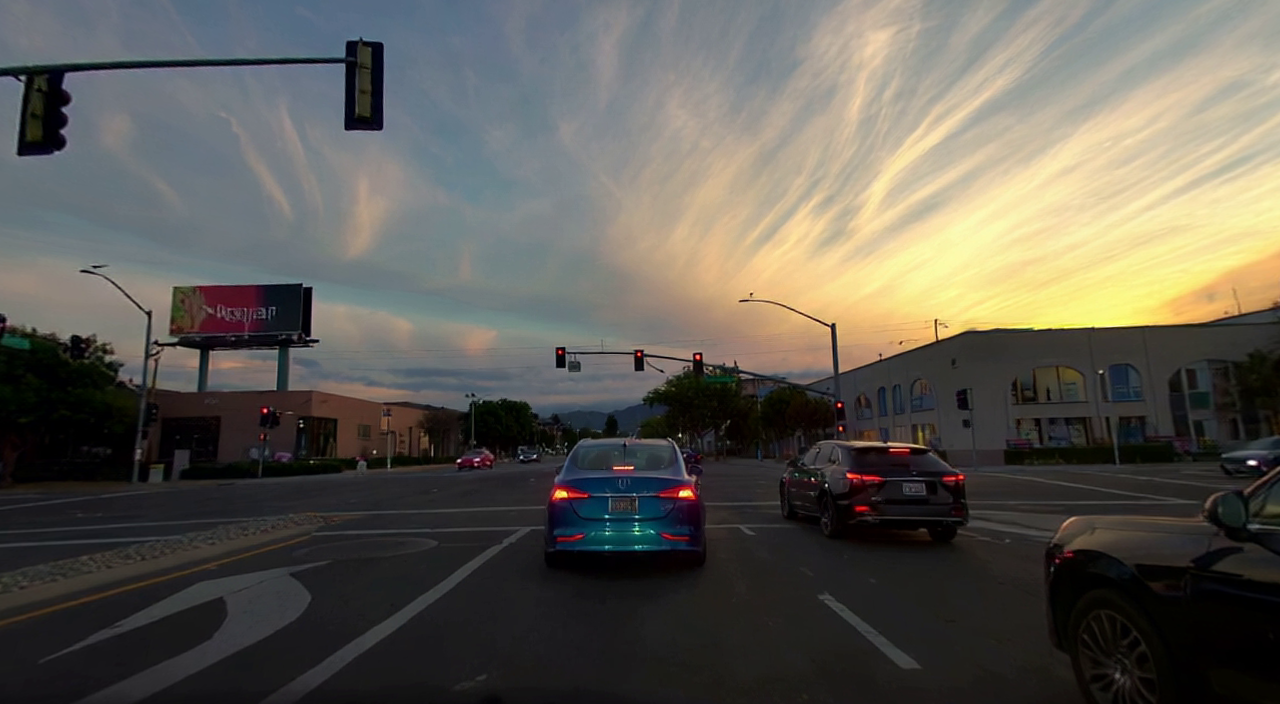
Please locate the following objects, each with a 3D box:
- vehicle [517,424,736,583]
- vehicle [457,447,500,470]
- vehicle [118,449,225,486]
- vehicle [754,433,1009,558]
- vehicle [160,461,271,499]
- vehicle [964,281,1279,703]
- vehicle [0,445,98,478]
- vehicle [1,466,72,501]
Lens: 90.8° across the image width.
[{"bbox_3d":[-0.141,1.738,8.060,2.095,1.502,3.873,0,-8,0],"label":"vehicle"},{"bbox_3d":[-11.676,7.728,46.034,1.887,1.516,4.524,0,-8,1],"label":"vehicle"},{"bbox_3d":[-27.484,6.753,37.359,2.300,1.932,5.056,-1,-8,2],"label":"vehicle"},{"bbox_3d":[3.218,1.994,9.598,2.009,1.414,4.416,0,-8,-2],"label":"vehicle"},{"bbox_3d":[-19.078,5.761,28.703,1.942,1.453,4.448,0,-9,0],"label":"vehicle"},{"bbox_3d":[3.000,0.624,1.578,2.047,1.785,4.357,0,-8,0],"label":"vehicle"},{"bbox_3d":[-35.571,6.481,37.443,2.145,1.797,5.198,-1,-10,1],"label":"vehicle"},{"bbox_3d":[-28.002,6.076,29.450,1.972,1.433,4.324,8,-12,-39],"label":"vehicle"}]
